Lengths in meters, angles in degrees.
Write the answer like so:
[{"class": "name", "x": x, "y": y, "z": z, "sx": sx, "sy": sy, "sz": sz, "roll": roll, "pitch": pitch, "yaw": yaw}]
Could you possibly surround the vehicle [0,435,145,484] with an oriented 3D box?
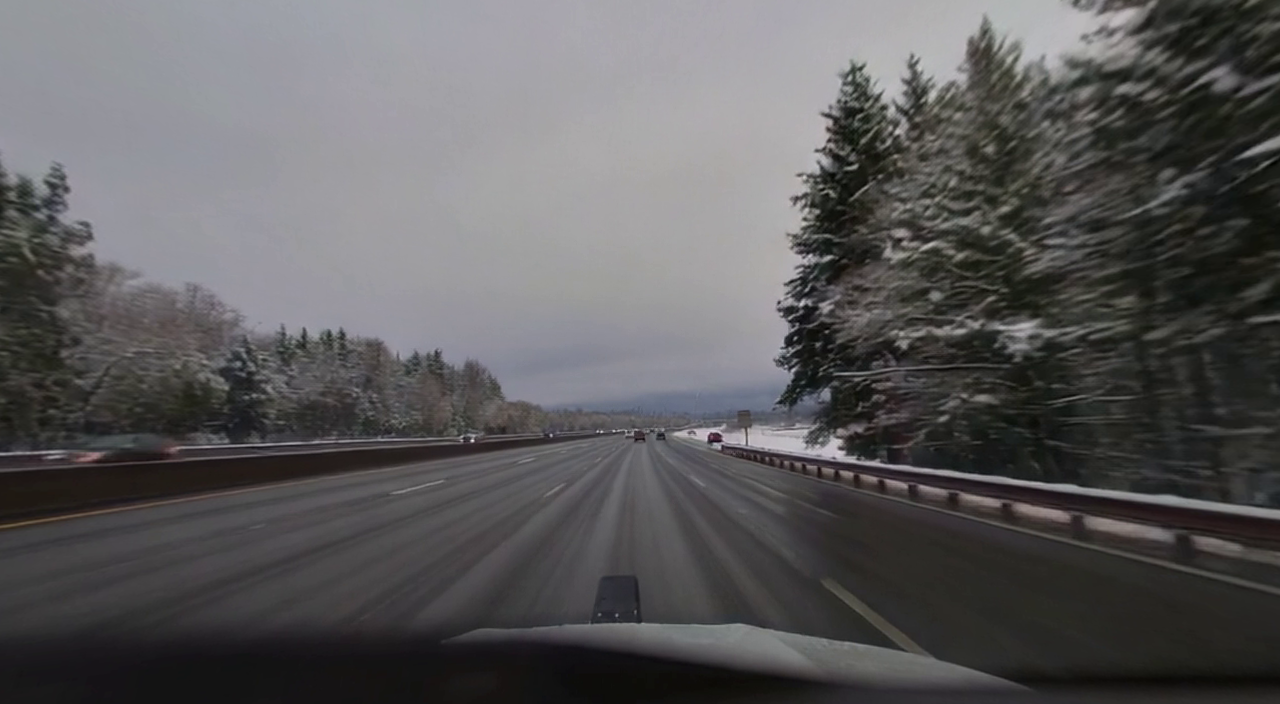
[{"class": "vehicle", "x": -19.321, "y": 3.518, "z": 21.098, "sx": 1.933, "sy": 1.467, "sz": 4.408, "roll": 0, "pitch": -8, "yaw": 0}]
